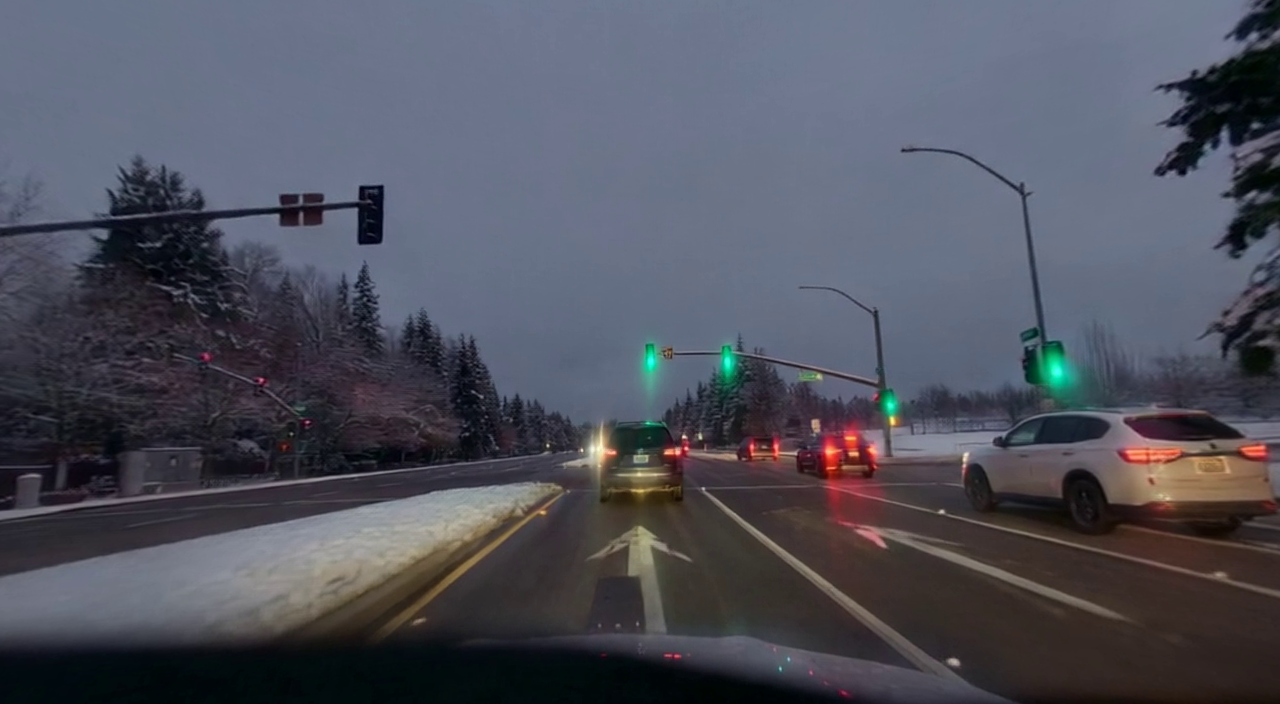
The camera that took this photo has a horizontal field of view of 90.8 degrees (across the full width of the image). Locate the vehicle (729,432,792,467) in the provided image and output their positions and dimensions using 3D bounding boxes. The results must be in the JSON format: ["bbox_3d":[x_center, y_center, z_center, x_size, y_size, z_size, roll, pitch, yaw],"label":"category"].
[{"bbox_3d":[6.702,5.490,35.685,2.440,1.775,4.791,0,-8,-2],"label":"vehicle"}]

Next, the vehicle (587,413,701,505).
[{"bbox_3d":[0.037,2.510,15.163,2.353,1.894,4.122,0,-8,-1],"label":"vehicle"}]

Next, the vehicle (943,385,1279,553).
[{"bbox_3d":[7.148,1.698,9.795,2.251,1.873,5.346,0,-8,0],"label":"vehicle"}]

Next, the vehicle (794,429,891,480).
[{"bbox_3d":[7.090,3.622,22.613,2.025,1.642,4.189,0,-8,-1],"label":"vehicle"}]
